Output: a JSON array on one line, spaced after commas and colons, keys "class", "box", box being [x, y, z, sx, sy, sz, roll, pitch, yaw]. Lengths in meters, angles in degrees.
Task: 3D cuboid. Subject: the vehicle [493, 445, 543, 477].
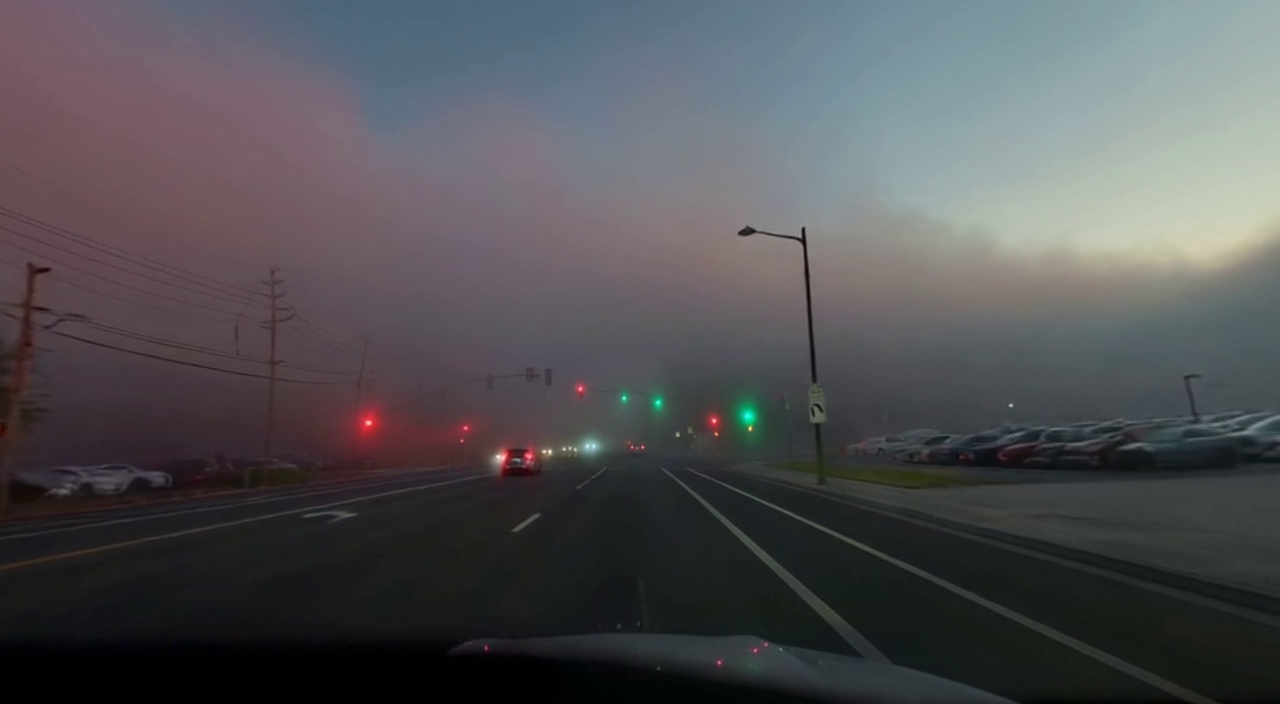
[{"class": "vehicle", "box": [-6.063, 5.457, 31.867, 1.928, 1.451, 4.219, 0, -9, -4]}]

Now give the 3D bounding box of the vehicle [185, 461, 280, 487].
[{"class": "vehicle", "box": [-24.761, 7.428, 38.514, 4.403, 1.465, 1.928, 0, -9, -3]}]
